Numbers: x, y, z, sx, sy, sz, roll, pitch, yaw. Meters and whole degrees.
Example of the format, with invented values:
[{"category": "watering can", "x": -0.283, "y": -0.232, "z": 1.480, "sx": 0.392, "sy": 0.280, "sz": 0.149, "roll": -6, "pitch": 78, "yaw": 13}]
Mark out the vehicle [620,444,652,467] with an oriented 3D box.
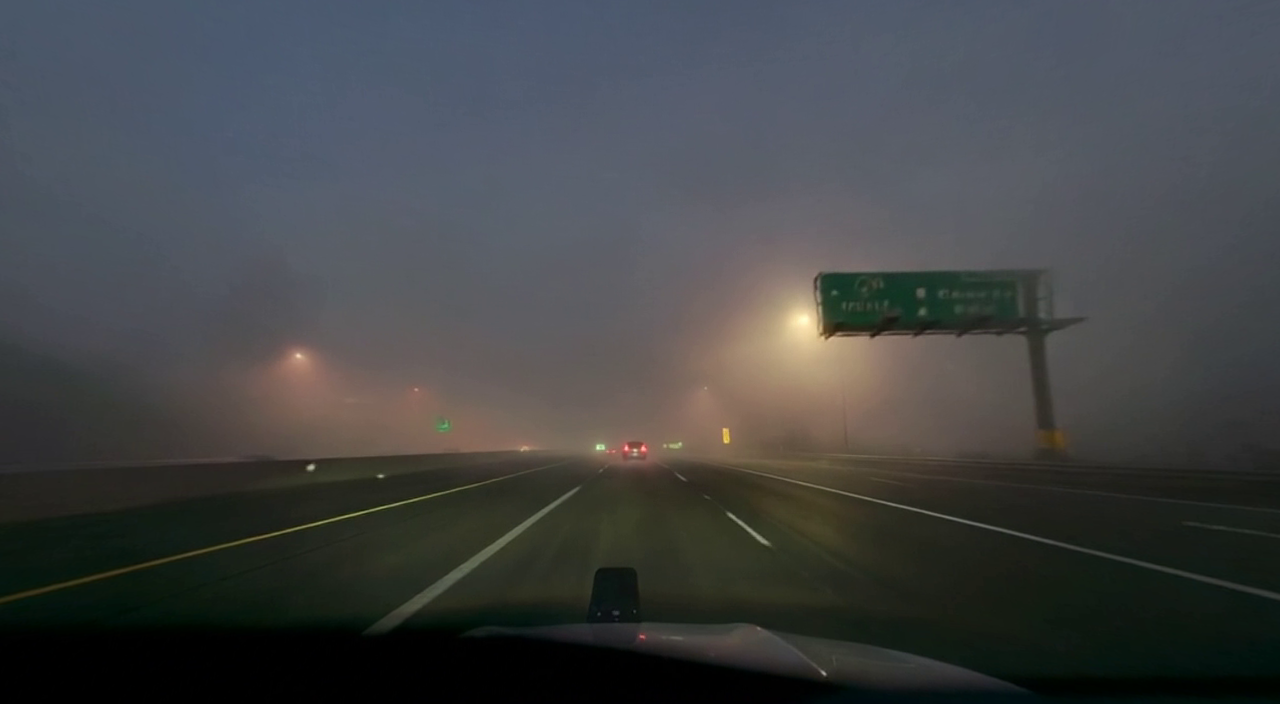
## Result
[{"category": "vehicle", "x": -0.359, "y": 7.203, "z": 44.104, "sx": 2.118, "sy": 1.466, "sz": 4.165, "roll": 0, "pitch": -9, "yaw": -2}]
